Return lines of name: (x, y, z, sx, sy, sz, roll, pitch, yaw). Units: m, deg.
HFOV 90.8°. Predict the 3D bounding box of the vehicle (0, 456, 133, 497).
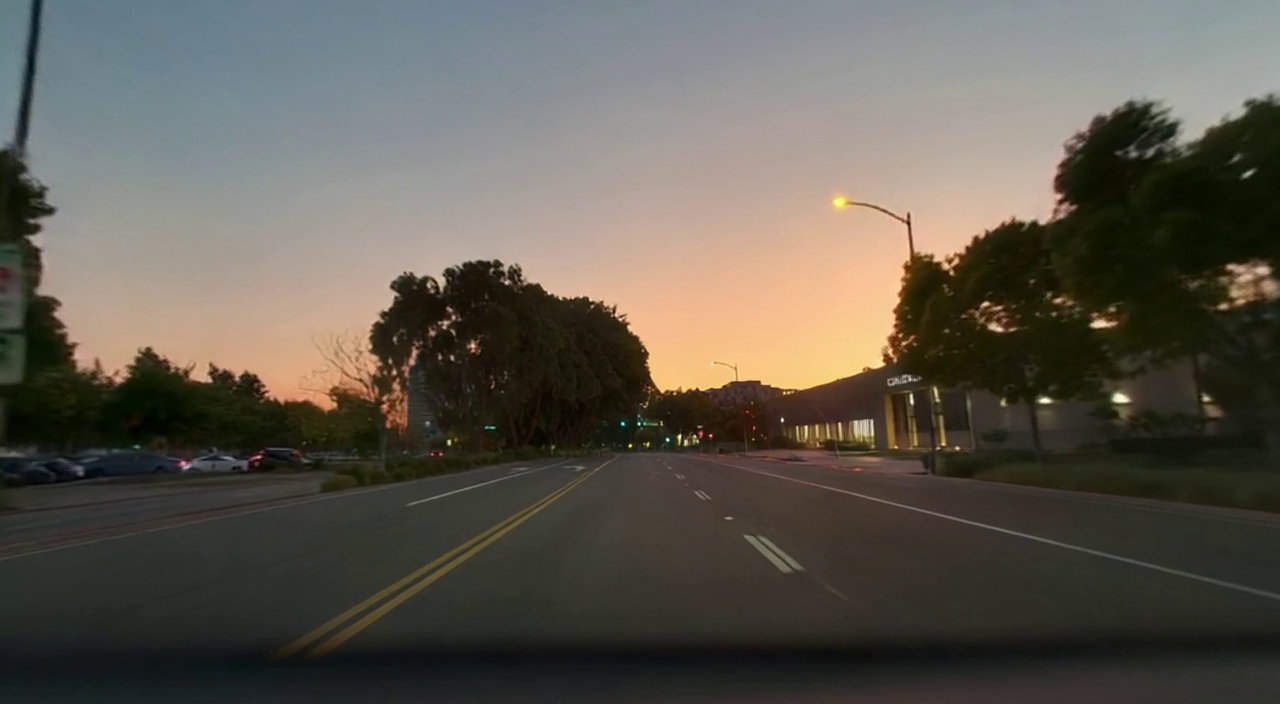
vehicle: (-26.556, 5.711, 29.040, 4.673, 1.717, 2.044, -1, -9, 1)
